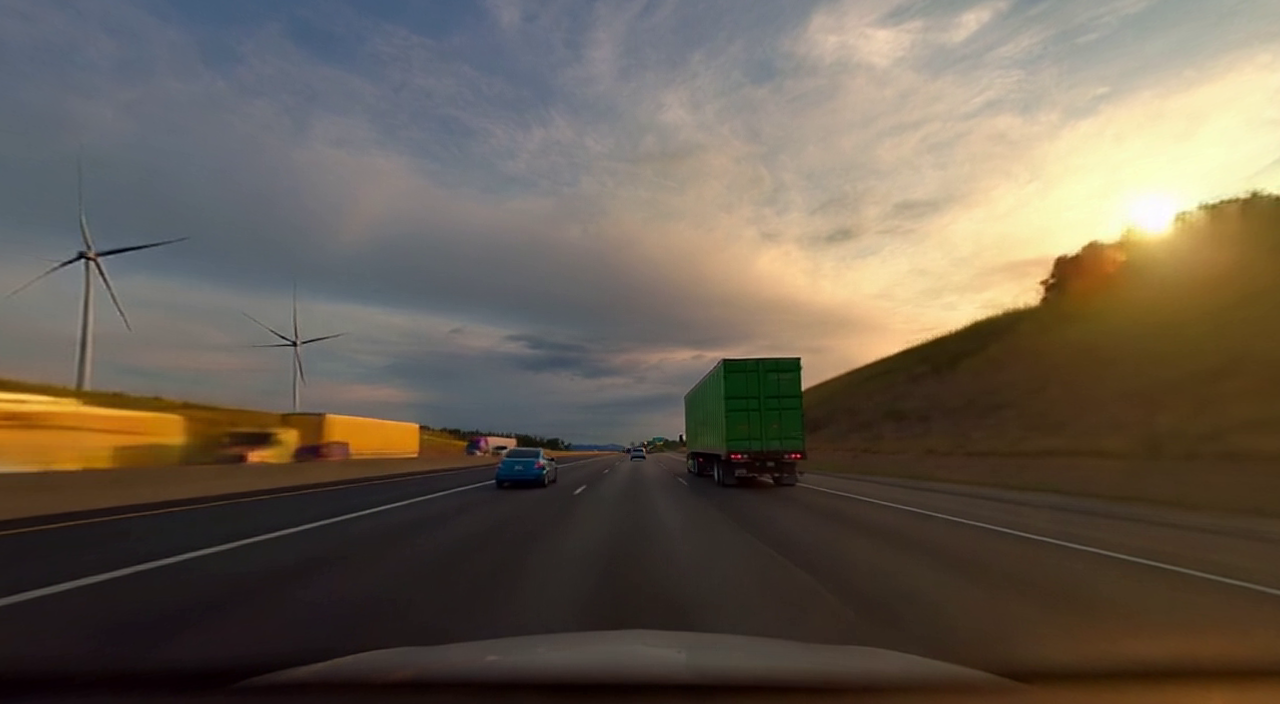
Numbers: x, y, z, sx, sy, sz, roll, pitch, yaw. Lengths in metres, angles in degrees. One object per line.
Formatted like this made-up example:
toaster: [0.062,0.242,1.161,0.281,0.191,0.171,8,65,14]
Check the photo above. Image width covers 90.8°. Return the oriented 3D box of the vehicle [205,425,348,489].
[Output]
vehicle: [-15.452,4.529,27.526,2.225,2.398,6.689,0,-9,0]

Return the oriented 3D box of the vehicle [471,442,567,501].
vehicle: [-3.378,3.419,18.443,1.952,1.521,4.095,0,-9,1]

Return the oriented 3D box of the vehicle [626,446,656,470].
vehicle: [0.031,7.022,41.918,1.931,1.453,3.695,0,-9,-1]

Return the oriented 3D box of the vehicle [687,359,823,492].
vehicle: [3.950,3.220,25.812,2.947,3.989,13.568,0,-9,0]
